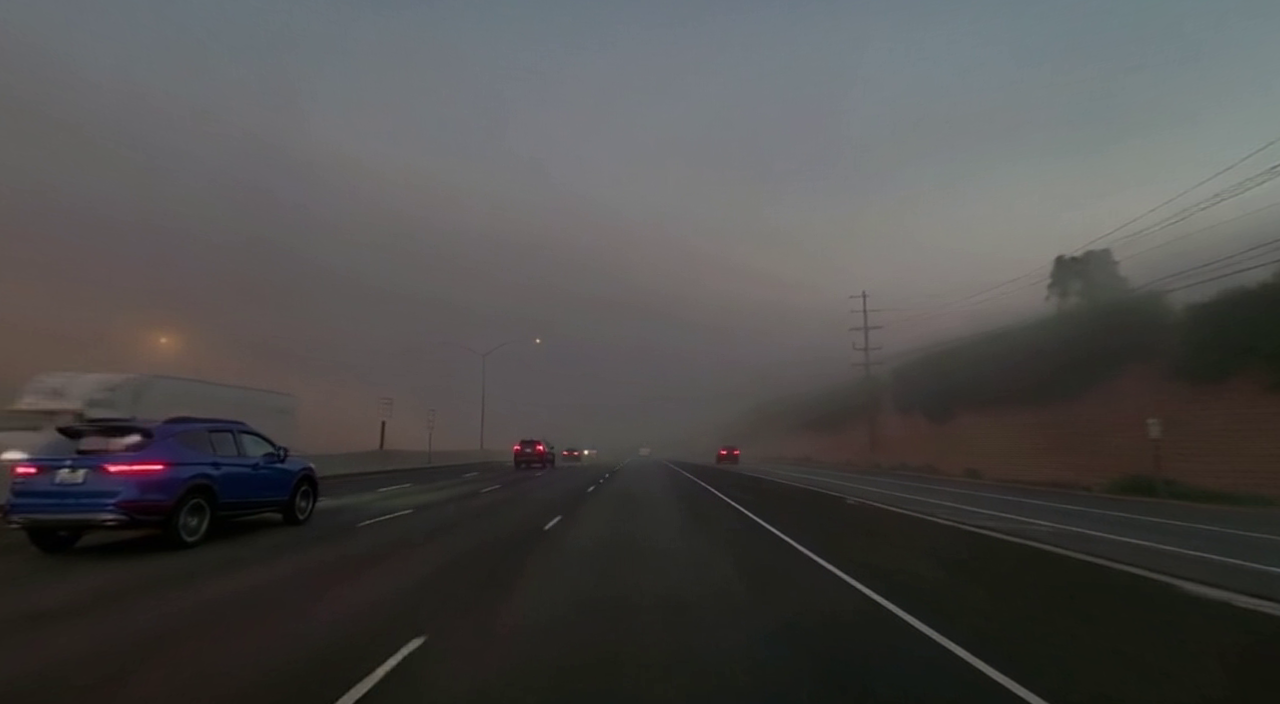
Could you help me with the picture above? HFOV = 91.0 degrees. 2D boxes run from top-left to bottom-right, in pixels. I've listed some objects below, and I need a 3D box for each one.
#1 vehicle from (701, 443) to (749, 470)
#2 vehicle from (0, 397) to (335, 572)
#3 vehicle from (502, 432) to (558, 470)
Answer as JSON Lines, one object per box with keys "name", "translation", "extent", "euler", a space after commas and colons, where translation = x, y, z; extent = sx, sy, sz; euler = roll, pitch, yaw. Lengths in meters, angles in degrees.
{"name": "vehicle", "translation": [5.131, 6.378, 38.639], "extent": [2.251, 1.520, 4.550], "euler": [1, -9, -1]}
{"name": "vehicle", "translation": [-6.360, 1.639, 8.544], "extent": [2.058, 1.698, 4.567], "euler": [0, -9, 1]}
{"name": "vehicle", "translation": [-6.115, 5.595, 35.737], "extent": [2.255, 1.934, 4.868], "euler": [0, -9, 0]}
